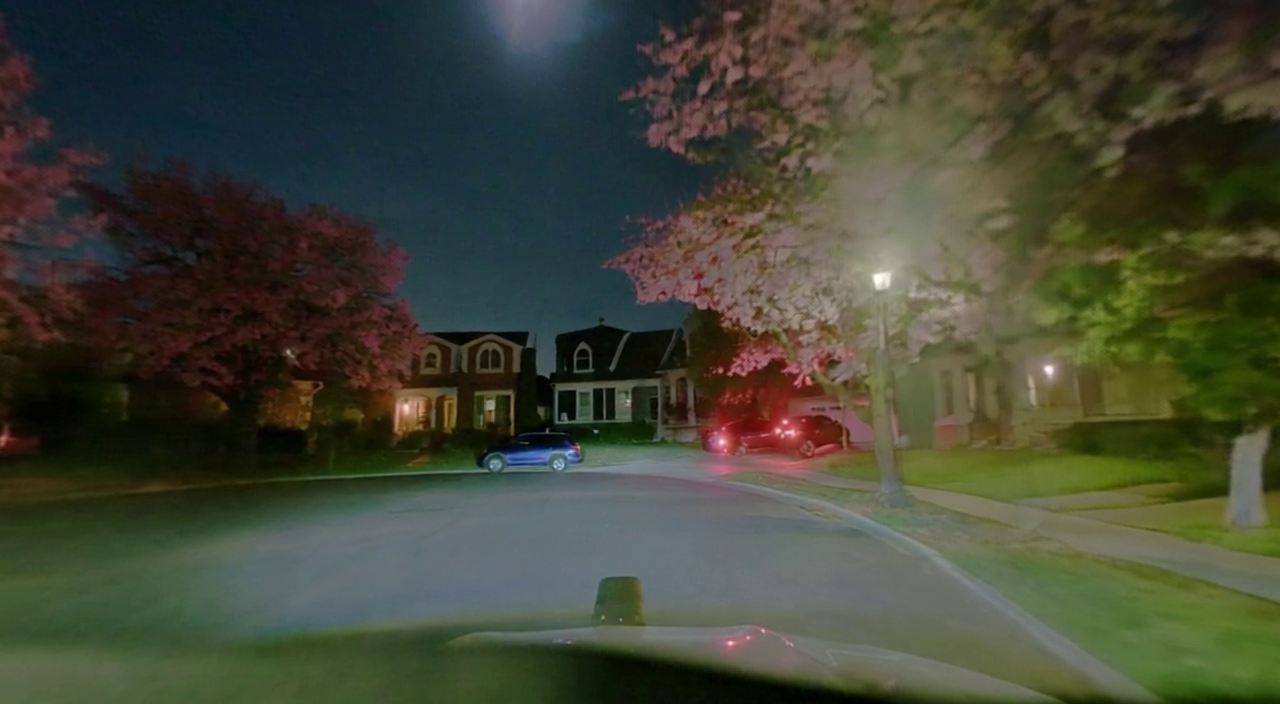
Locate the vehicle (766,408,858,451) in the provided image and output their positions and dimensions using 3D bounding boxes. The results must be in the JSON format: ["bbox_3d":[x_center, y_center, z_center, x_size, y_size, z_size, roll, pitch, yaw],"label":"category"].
[{"bbox_3d":[7.969,3.627,29.049,2.152,1.773,4.495,-8,-11,42],"label":"vehicle"}]

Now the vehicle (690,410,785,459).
[{"bbox_3d":[4.614,3.795,29.501,2.310,1.701,4.280,-7,-3,41],"label":"vehicle"}]

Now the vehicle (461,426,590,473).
[{"bbox_3d":[-4.675,4.056,26.239,4.815,1.827,2.147,-1,-9,10],"label":"vehicle"}]

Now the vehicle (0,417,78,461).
[{"bbox_3d":[-26.780,3.773,27.241,4.237,1.728,2.203,-4,-10,27],"label":"vehicle"}]
